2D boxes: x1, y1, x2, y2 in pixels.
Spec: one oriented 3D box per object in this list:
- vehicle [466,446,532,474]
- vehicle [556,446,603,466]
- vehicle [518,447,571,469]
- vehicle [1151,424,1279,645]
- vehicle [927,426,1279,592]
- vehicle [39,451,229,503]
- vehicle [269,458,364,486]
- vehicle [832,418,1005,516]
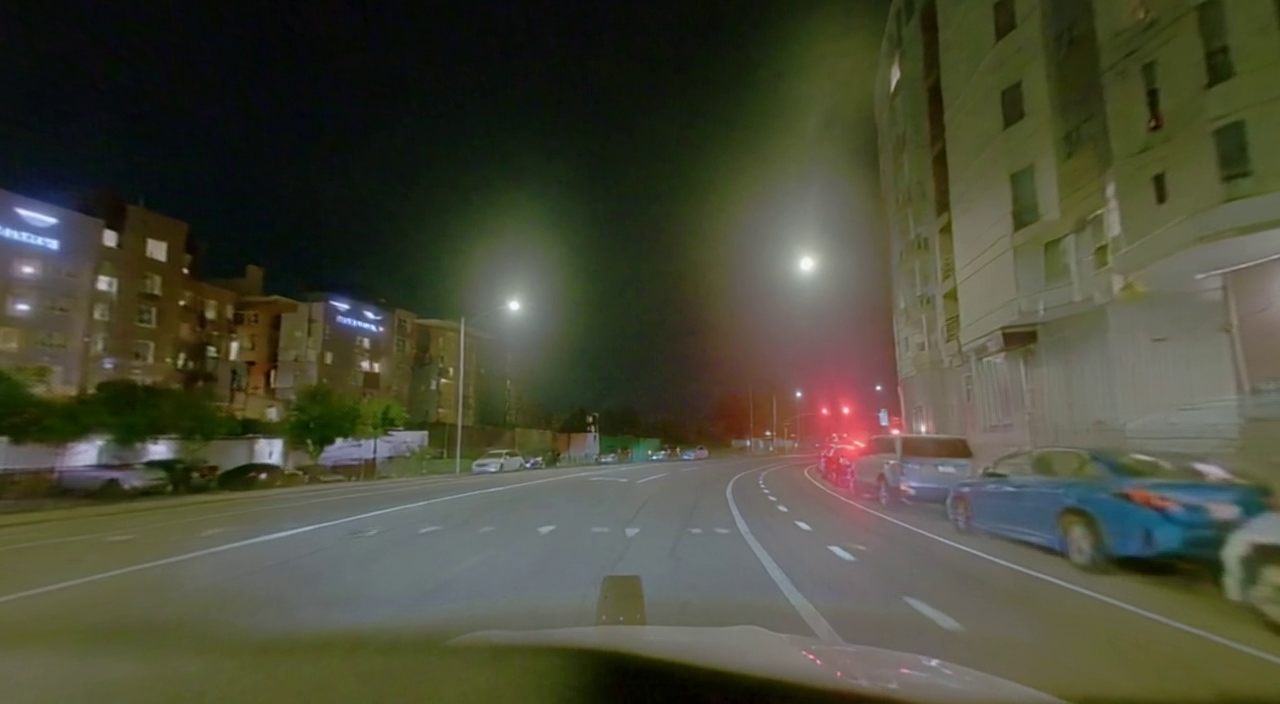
[{"bbox_3d":[-8.200,6.303,37.216,1.882,1.508,4.476,-2,-9,14],"label":"vehicle"},{"bbox_3d":[-4.624,8.070,49.146,1.811,1.459,4.702,-3,-9,19],"label":"vehicle"},{"bbox_3d":[-6.508,7.279,43.558,1.841,1.444,4.554,-3,-9,17],"label":"vehicle"},{"bbox_3d":[5.381,1.044,2.907,2.077,1.502,4.902,0,-8,2],"label":"vehicle"},{"bbox_3d":[5.683,1.831,8.359,1.879,1.542,4.693,-1,-9,4],"label":"vehicle"},{"bbox_3d":[-20.749,5.099,26.077,6.006,1.964,2.474,-1,-9,7],"label":"vehicle"},{"bbox_3d":[-17.769,6.579,34.781,4.178,1.407,2.012,-1,-9,9],"label":"vehicle"},{"bbox_3d":[5.993,2.536,14.456,2.041,1.811,5.168,-1,-9,6],"label":"vehicle"}]
